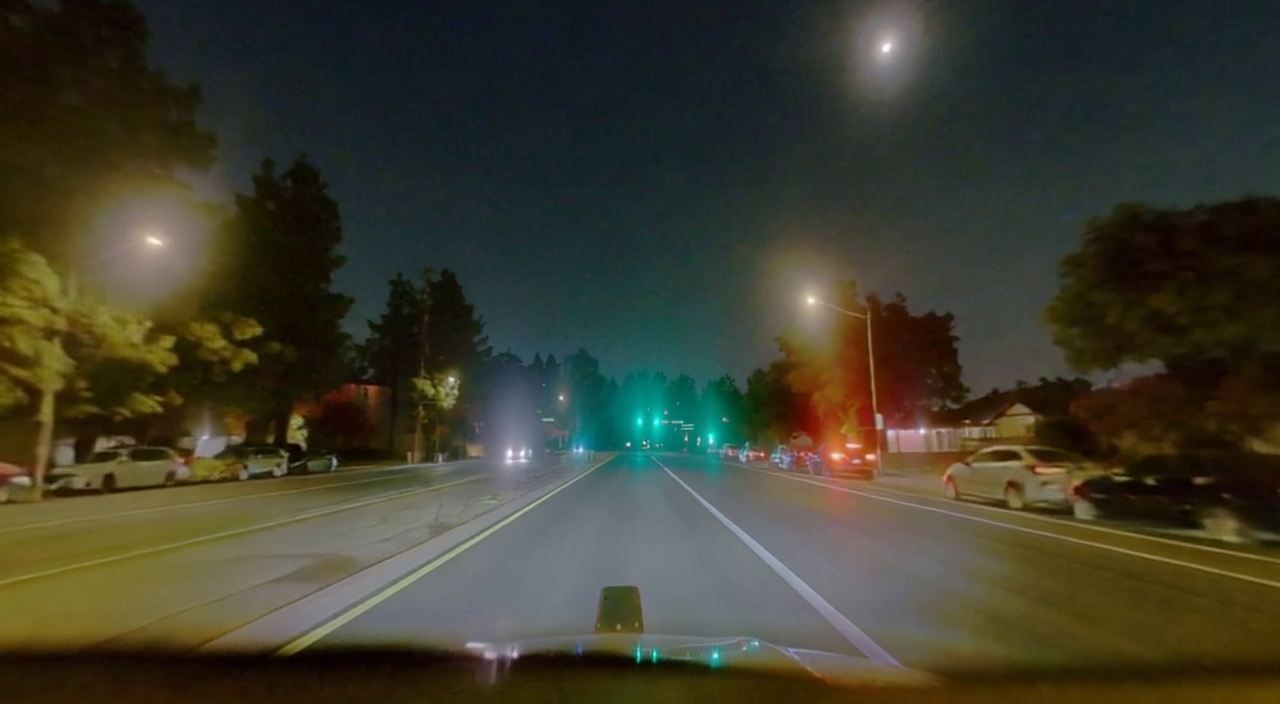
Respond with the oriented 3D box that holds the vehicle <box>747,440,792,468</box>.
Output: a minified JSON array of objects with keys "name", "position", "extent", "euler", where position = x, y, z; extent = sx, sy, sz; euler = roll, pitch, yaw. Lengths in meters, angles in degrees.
[{"name":"vehicle","position":[9.658,7.634,47.539],"extent":[2.176,1.893,5.744],"euler":[2,-8,0]}]

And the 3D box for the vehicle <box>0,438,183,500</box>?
[{"name":"vehicle","position":[-18.462,3.919,21.644],"extent":[1.992,1.845,4.935],"euler":[0,-8,-1]}]

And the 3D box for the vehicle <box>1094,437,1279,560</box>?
[{"name":"vehicle","position":[9.753,2.195,9.893],"extent":[1.885,1.685,4.430],"euler":[0,-8,-1]}]

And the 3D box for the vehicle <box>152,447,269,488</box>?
[{"name":"vehicle","position":[-18.556,4.979,27.625],"extent":[1.876,1.502,4.696],"euler":[-2,-7,0]}]

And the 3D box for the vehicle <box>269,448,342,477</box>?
[{"name":"vehicle","position":[-18.557,6.130,35.279],"extent":[1.732,1.460,3.932],"euler":[-1,-8,4]}]

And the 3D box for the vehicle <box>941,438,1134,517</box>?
[{"name":"vehicle","position":[9.673,3.049,15.916],"extent":[1.949,1.698,4.351],"euler":[0,-8,-1]}]

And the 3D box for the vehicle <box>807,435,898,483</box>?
[{"name":"vehicle","position":[9.714,4.938,29.550],"extent":[2.209,1.982,5.787],"euler":[0,-8,0]}]
